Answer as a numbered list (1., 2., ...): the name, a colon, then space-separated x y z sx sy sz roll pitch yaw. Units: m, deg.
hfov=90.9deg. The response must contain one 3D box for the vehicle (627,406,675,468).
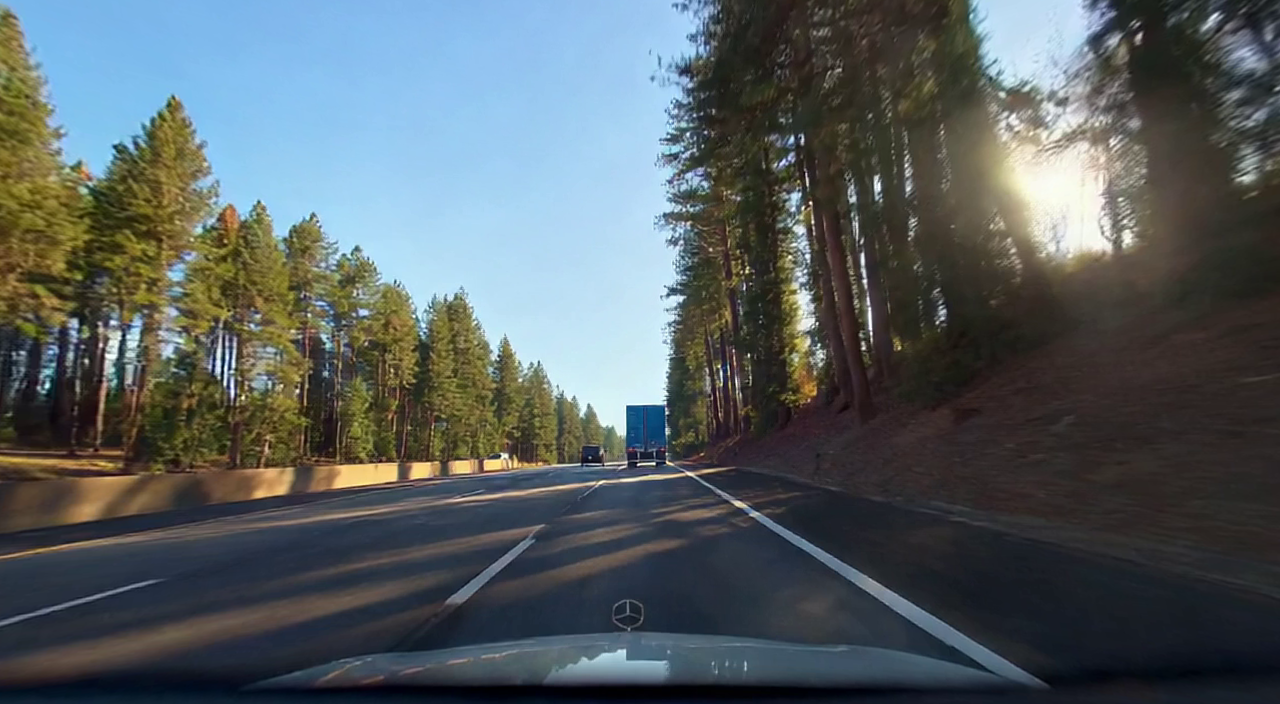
1. vehicle: 0.713 6.654 49.082 3.320 4.173 11.889 0 -8 0

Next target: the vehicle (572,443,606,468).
1. vehicle: -3.598 7.412 45.341 2.092 1.702 4.297 0 -8 0
